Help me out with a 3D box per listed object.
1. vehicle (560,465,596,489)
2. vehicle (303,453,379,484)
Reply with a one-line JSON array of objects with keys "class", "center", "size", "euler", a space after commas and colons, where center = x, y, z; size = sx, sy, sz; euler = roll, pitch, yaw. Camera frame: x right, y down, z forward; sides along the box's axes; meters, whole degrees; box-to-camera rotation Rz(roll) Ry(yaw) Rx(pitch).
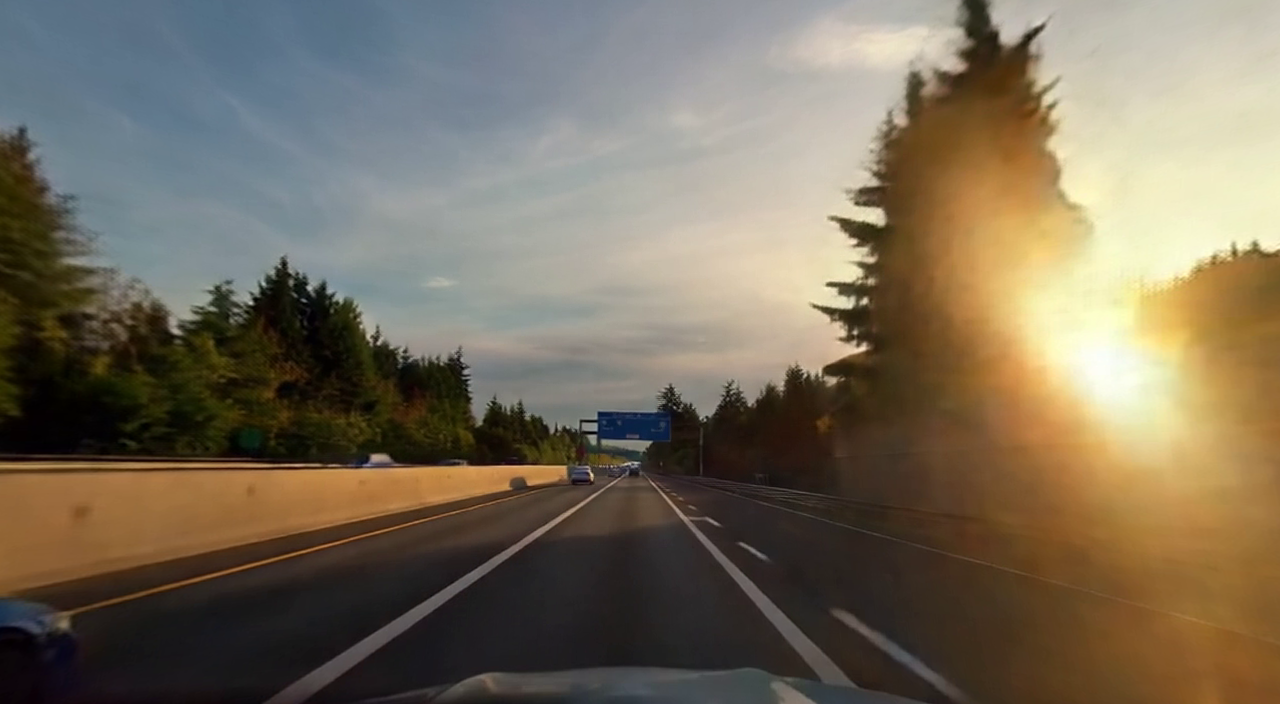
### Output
[{"class": "vehicle", "center": [-4.114, 8.420, 42.562], "size": [2.006, 1.469, 4.050], "euler": [1, -10, 0]}, {"class": "vehicle", "center": [-15.967, 6.263, 33.901], "size": [1.882, 1.503, 4.430], "euler": [1, -11, 0]}]
